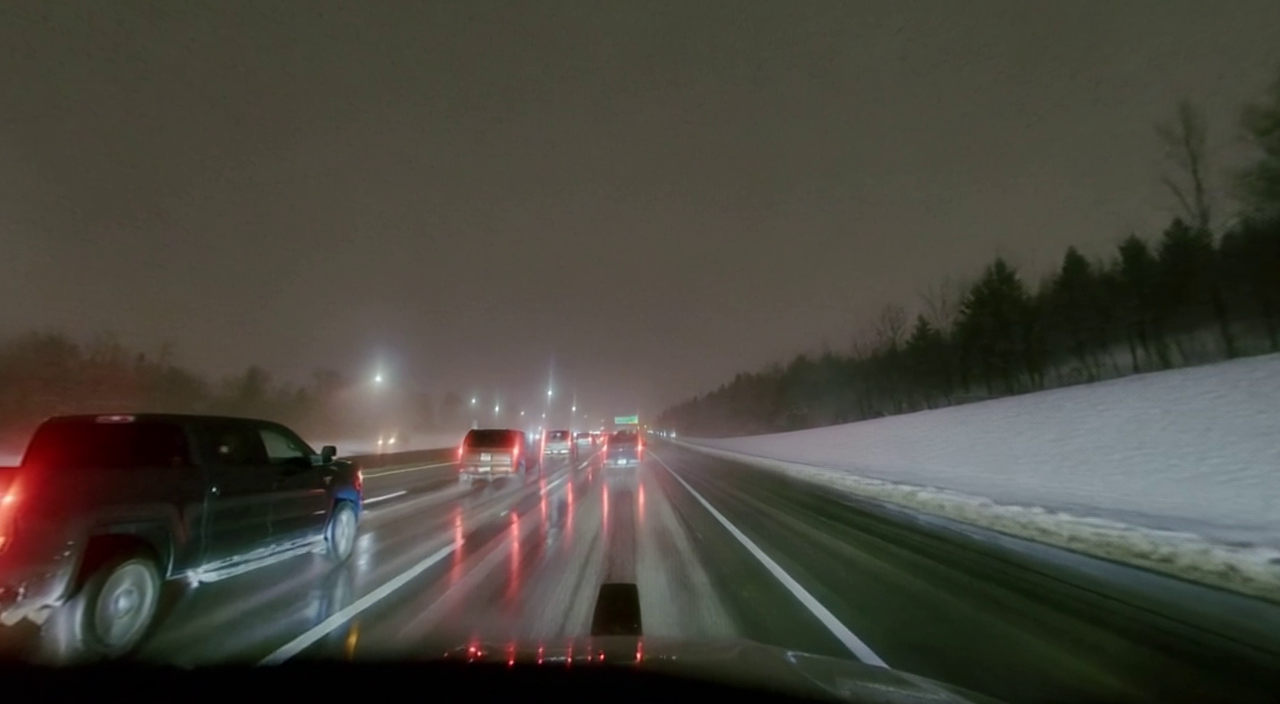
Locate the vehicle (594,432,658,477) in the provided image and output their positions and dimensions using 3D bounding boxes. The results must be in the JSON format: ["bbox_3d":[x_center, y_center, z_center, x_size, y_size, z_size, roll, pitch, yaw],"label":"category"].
[{"bbox_3d":[-0.464,3.627,22.514,2.070,1.452,3.834,0,-8,0],"label":"vehicle"}]

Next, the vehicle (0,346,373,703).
[{"bbox_3d":[-3.883,1.057,4.417,2.107,1.703,4.274,0,-8,0],"label":"vehicle"}]

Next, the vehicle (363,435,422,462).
[{"bbox_3d":[-15.480,6.034,39.500,2.049,1.578,3.937,0,-8,0],"label":"vehicle"}]

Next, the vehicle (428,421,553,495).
[{"bbox_3d":[-3.786,2.755,16.876,2.154,1.690,4.595,0,-8,1],"label":"vehicle"}]
